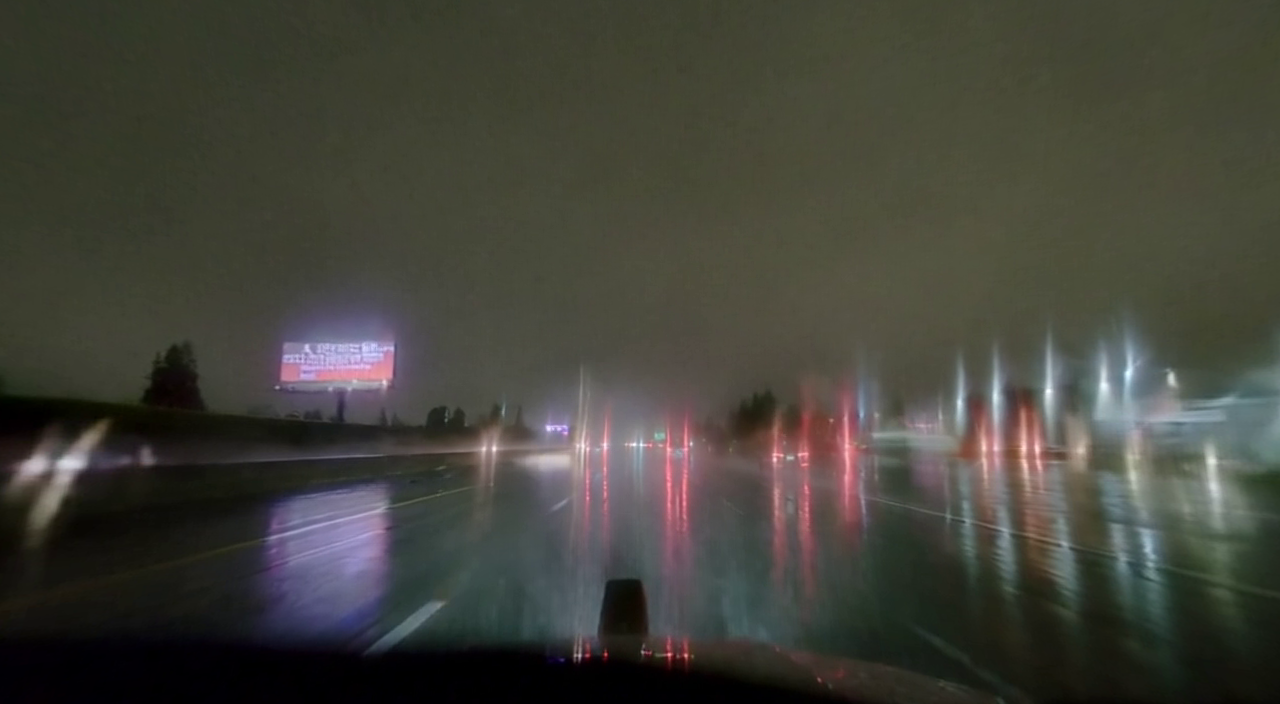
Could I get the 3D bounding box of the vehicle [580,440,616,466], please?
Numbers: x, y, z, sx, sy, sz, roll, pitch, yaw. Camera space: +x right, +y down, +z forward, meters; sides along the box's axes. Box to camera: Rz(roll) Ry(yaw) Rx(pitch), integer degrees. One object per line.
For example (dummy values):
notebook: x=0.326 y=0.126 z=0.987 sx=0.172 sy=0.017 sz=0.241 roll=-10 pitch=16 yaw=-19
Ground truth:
vehicle: x=-2.980 y=7.332 z=45.993 sx=2.319 sy=1.738 sz=4.355 roll=0 pitch=-8 yaw=0
